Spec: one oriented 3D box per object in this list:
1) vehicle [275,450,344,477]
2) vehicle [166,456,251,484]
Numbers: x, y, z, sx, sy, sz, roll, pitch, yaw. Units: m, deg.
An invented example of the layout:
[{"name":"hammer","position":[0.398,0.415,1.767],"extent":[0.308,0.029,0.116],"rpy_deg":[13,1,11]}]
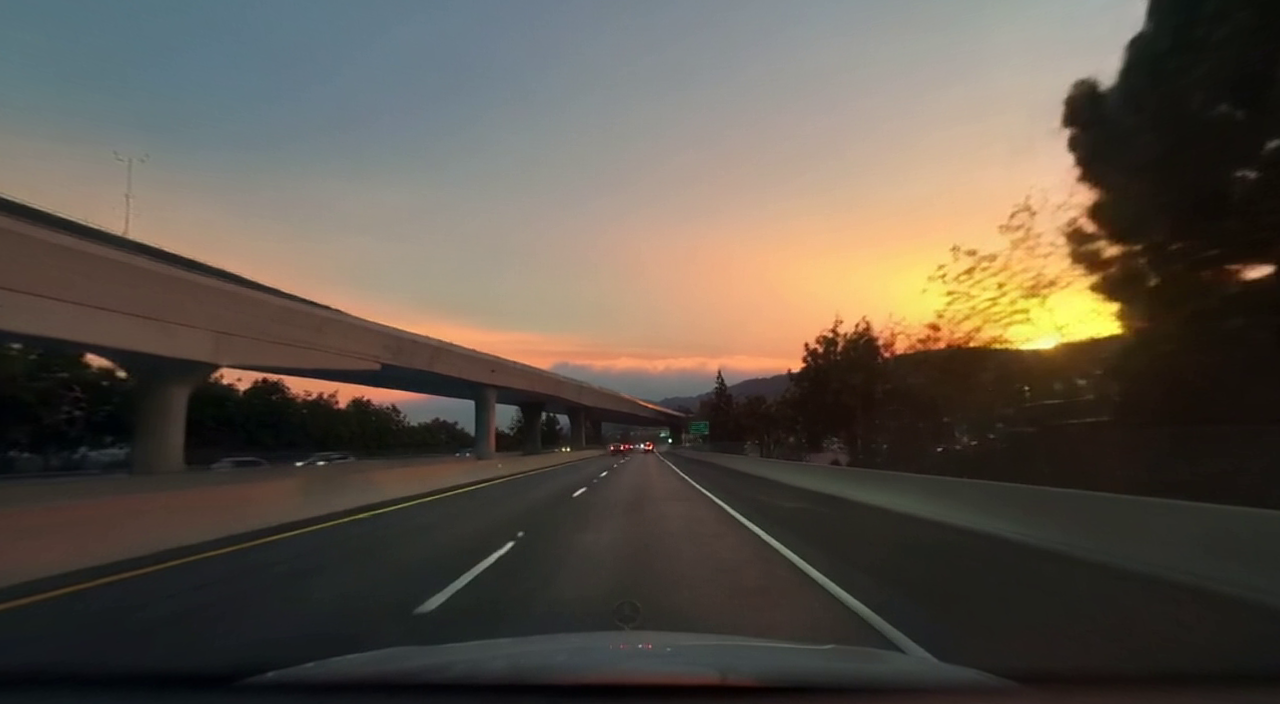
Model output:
[{"name":"vehicle","position":[-22.131,7.454,42.457],"extent":[2.094,1.612,4.613],"rpy_deg":[0,-9,1]},{"name":"vehicle","position":[-26.049,7.108,38.302],"extent":[1.907,1.478,4.642],"rpy_deg":[0,-9,0]}]
